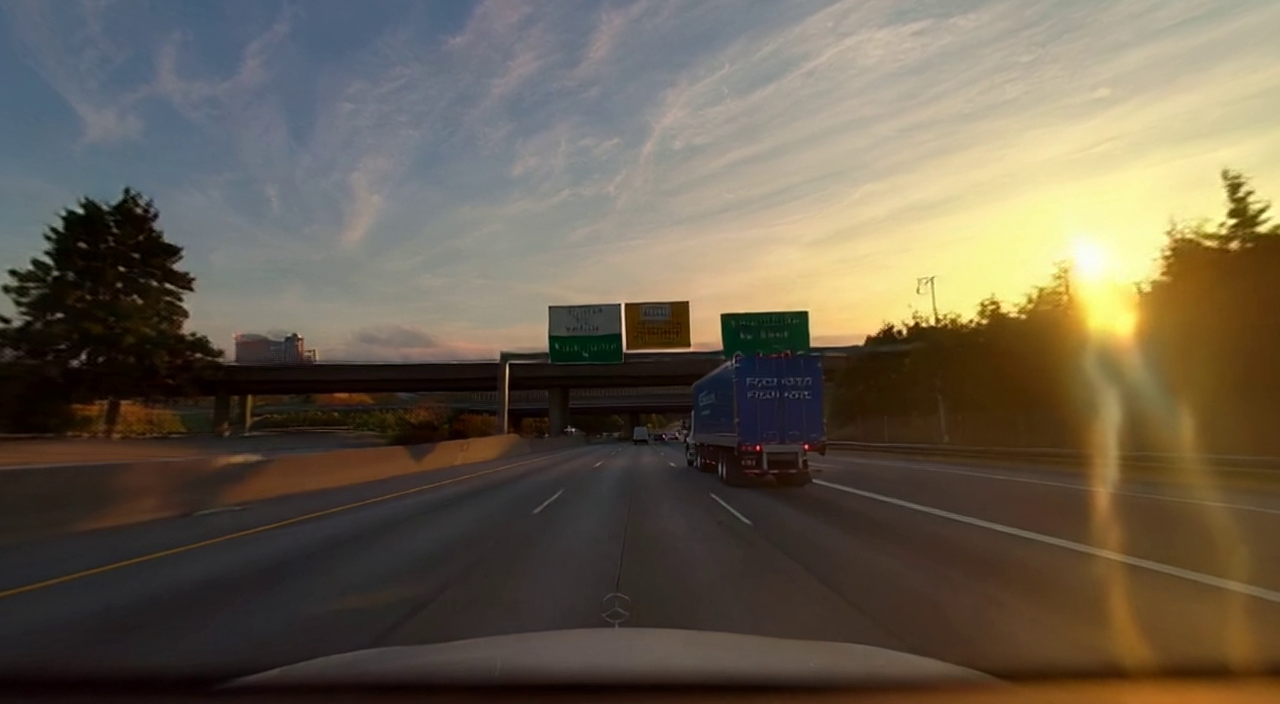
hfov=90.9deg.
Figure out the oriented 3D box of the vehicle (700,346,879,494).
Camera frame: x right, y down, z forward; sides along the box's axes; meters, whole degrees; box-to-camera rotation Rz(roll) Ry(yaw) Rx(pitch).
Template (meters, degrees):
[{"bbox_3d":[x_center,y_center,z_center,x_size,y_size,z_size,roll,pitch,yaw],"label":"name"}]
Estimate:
[{"bbox_3d":[3.956,2.286,20.053,2.849,3.391,11.018,0,-8,-1],"label":"vehicle"}]
